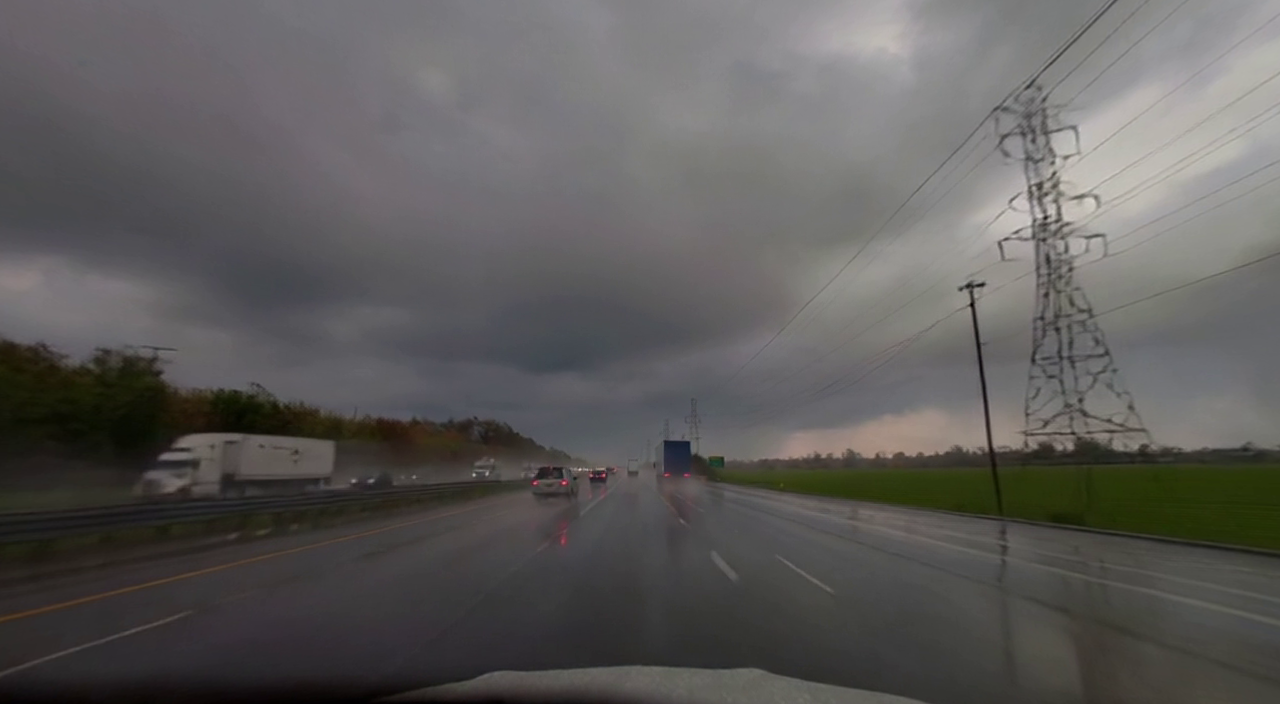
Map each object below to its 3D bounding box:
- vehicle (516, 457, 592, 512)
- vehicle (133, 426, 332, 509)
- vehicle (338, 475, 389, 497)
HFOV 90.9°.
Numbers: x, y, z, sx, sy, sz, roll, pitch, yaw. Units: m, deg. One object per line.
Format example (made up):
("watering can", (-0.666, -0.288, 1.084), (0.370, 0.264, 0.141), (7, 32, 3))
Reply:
("vehicle", (-2.964, 4.720, 22.659), (2.065, 1.722, 4.441), (1, -11, 0))
("vehicle", (-24.071, 7.172, 39.068), (2.885, 4.090, 14.510), (1, -11, -1))
("vehicle", (-19.563, 9.473, 44.730), (1.772, 1.422, 3.952), (1, -11, 0))
